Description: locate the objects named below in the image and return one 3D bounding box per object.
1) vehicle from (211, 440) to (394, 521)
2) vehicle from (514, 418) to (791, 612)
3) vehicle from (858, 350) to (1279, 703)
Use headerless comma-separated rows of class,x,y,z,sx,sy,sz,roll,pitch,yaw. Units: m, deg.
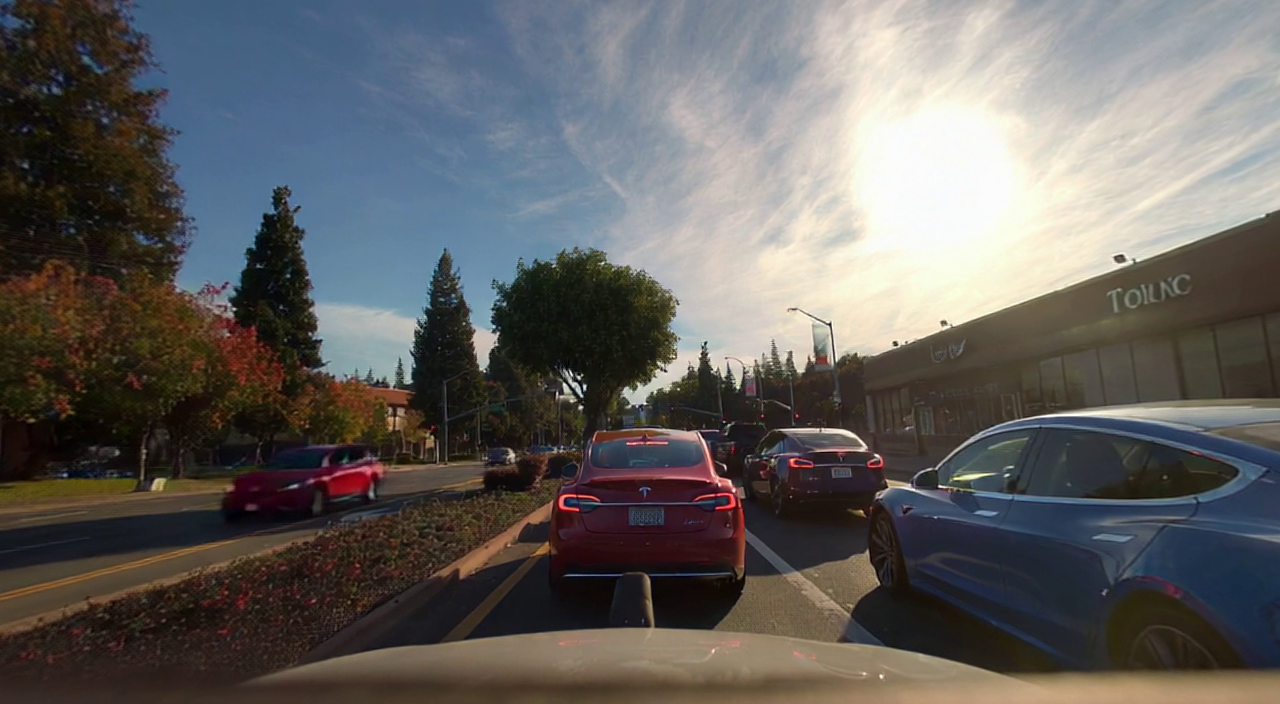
vehicle,-7.875,2.995,15.313,1.999,1.662,4.291,0,-8,1
vehicle,0.108,1.555,6.916,2.137,1.488,3.938,0,-8,0
vehicle,3.194,1.092,3.966,2.038,1.651,4.455,0,-8,0
